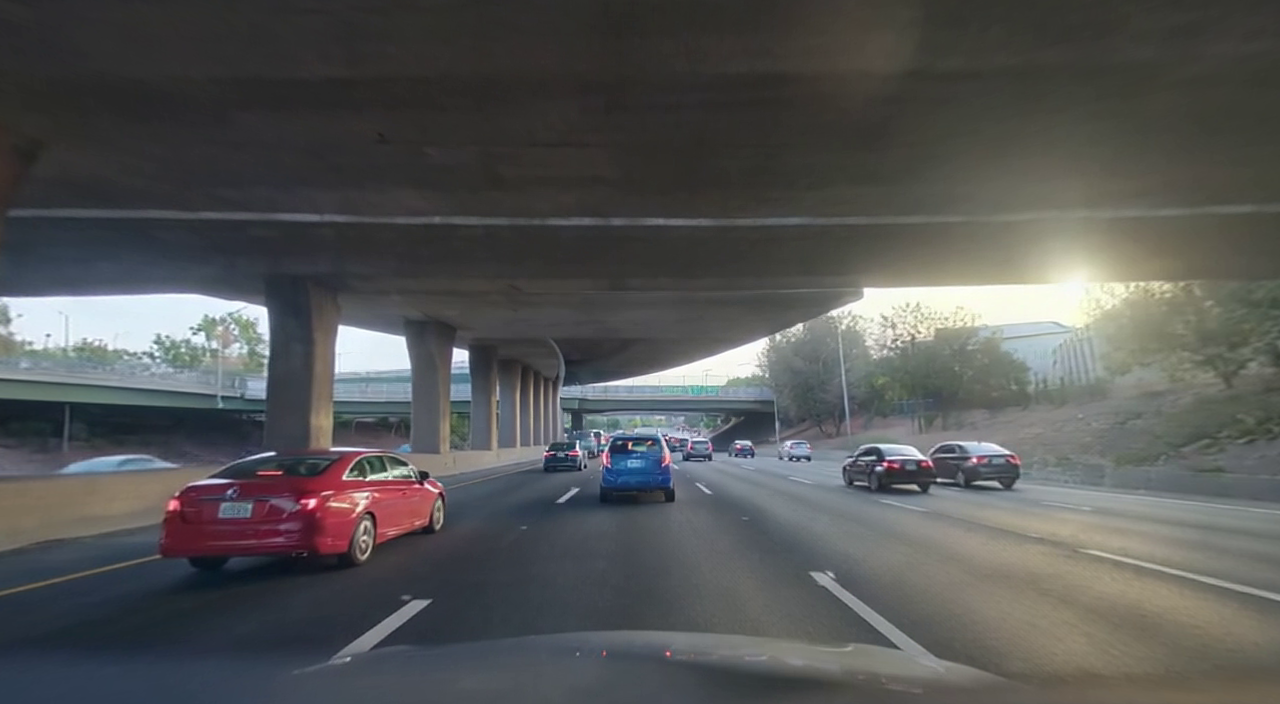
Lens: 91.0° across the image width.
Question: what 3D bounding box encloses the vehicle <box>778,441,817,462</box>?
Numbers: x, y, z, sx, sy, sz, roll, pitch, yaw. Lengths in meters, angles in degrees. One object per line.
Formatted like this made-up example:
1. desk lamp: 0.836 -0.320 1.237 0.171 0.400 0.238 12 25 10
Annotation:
1. vehicle: 11.818 7.503 47.569 1.868 1.468 4.168 0 -9 0

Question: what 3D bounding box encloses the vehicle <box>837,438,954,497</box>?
1. vehicle: 7.246 3.301 18.310 1.880 1.526 3.641 0 -9 0

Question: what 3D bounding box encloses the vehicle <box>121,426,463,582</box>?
1. vehicle: -4.016 1.815 8.384 1.974 1.478 4.412 0 -9 1

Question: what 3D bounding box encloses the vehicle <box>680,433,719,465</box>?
1. vehicle: 3.768 6.232 40.455 2.069 1.876 4.447 0 -9 0

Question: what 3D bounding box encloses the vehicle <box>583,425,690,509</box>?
1. vehicle: -0.071 2.664 14.959 2.181 1.697 4.021 0 -9 0

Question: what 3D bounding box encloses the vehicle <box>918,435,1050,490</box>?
1. vehicle: 11.468 3.706 21.408 1.992 1.625 4.359 0 -9 0

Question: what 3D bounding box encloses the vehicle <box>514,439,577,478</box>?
1. vehicle: -3.920 4.490 26.806 1.947 1.516 4.295 0 -9 1

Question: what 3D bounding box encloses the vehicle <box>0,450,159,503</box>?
1. vehicle: -18.510 3.983 20.652 1.839 1.495 4.458 0 -9 1

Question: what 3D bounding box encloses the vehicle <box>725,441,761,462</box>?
1. vehicle: 7.769 7.540 47.857 1.963 1.482 4.436 0 -9 0
